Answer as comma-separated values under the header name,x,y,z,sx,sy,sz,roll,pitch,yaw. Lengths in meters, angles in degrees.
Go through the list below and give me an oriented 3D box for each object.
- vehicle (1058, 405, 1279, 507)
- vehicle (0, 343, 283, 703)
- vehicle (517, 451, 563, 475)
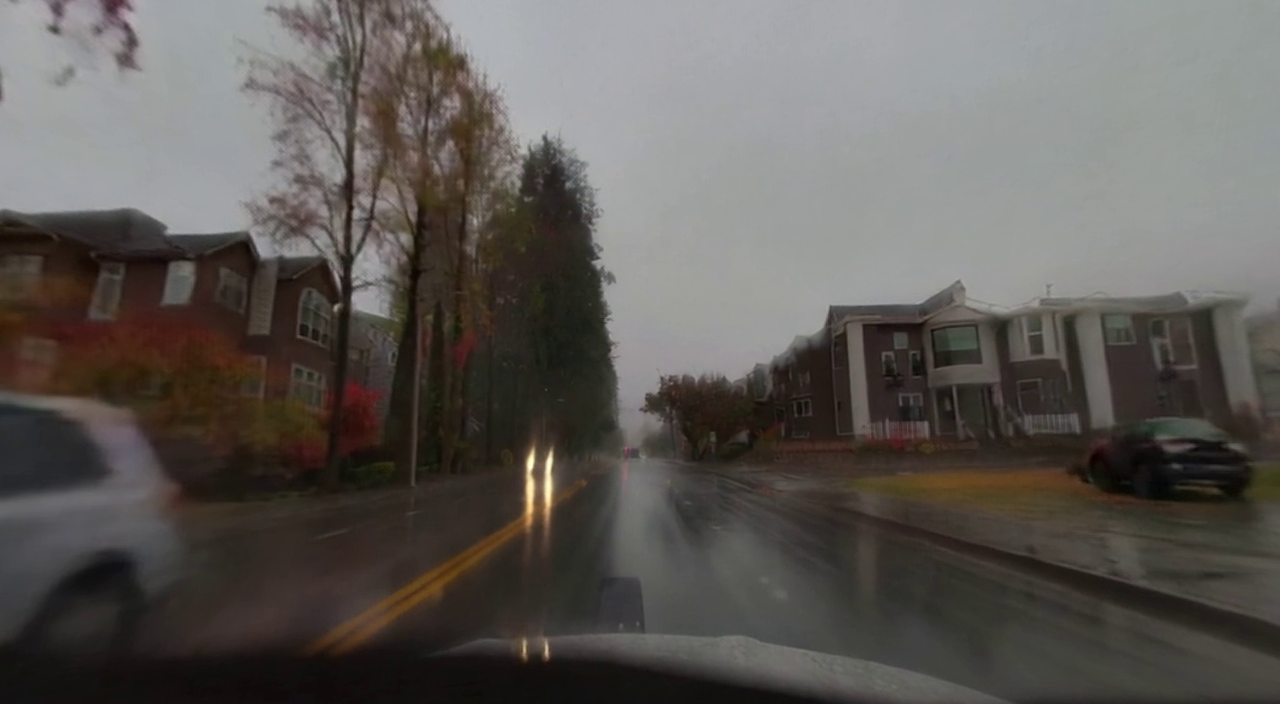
name,x,y,z,sx,sy,sz,roll,pitch,yaw
vehicle,12.149,2.402,14.744,2.028,1.935,5.021,-2,-9,10
vehicle,-3.924,0.778,2.398,2.356,1.702,4.700,0,-9,0
vehicle,-6.545,7.331,41.941,2.243,1.476,4.729,0,-9,0
